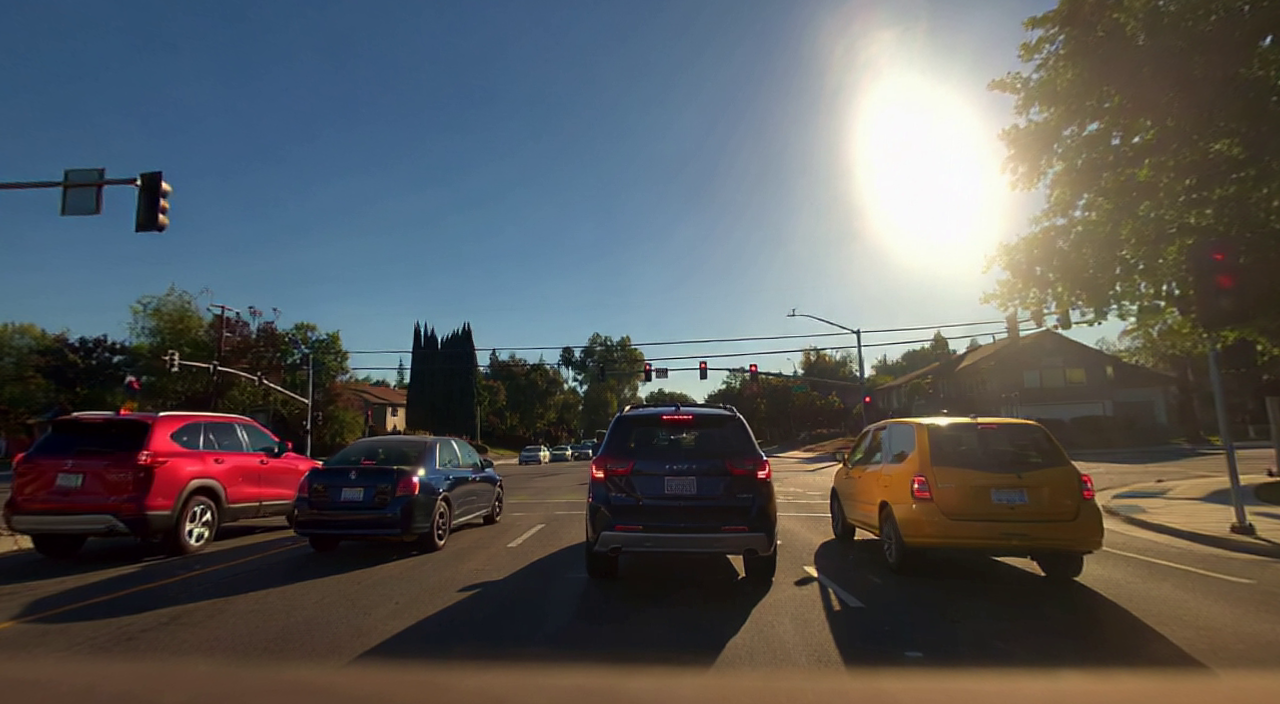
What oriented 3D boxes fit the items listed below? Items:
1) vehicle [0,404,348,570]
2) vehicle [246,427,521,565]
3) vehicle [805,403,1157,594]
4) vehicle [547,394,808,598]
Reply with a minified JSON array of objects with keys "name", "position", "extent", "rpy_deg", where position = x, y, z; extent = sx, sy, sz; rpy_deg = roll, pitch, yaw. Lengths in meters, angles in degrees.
[{"name":"vehicle","position":[-6.627,1.831,9.362],"extent":[2.075,1.796,4.785],"rpy_deg":[0,-8,3]},{"name":"vehicle","position":[-3.228,1.886,9.101],"extent":[1.885,1.475,4.359],"rpy_deg":[-1,-8,4]},{"name":"vehicle","position":[3.535,1.593,7.742],"extent":[2.047,1.638,4.395],"rpy_deg":[-1,-8,4]},{"name":"vehicle","position":[0.398,1.523,7.501],"extent":[2.198,1.708,4.170],"rpy_deg":[0,-8,2]}]
